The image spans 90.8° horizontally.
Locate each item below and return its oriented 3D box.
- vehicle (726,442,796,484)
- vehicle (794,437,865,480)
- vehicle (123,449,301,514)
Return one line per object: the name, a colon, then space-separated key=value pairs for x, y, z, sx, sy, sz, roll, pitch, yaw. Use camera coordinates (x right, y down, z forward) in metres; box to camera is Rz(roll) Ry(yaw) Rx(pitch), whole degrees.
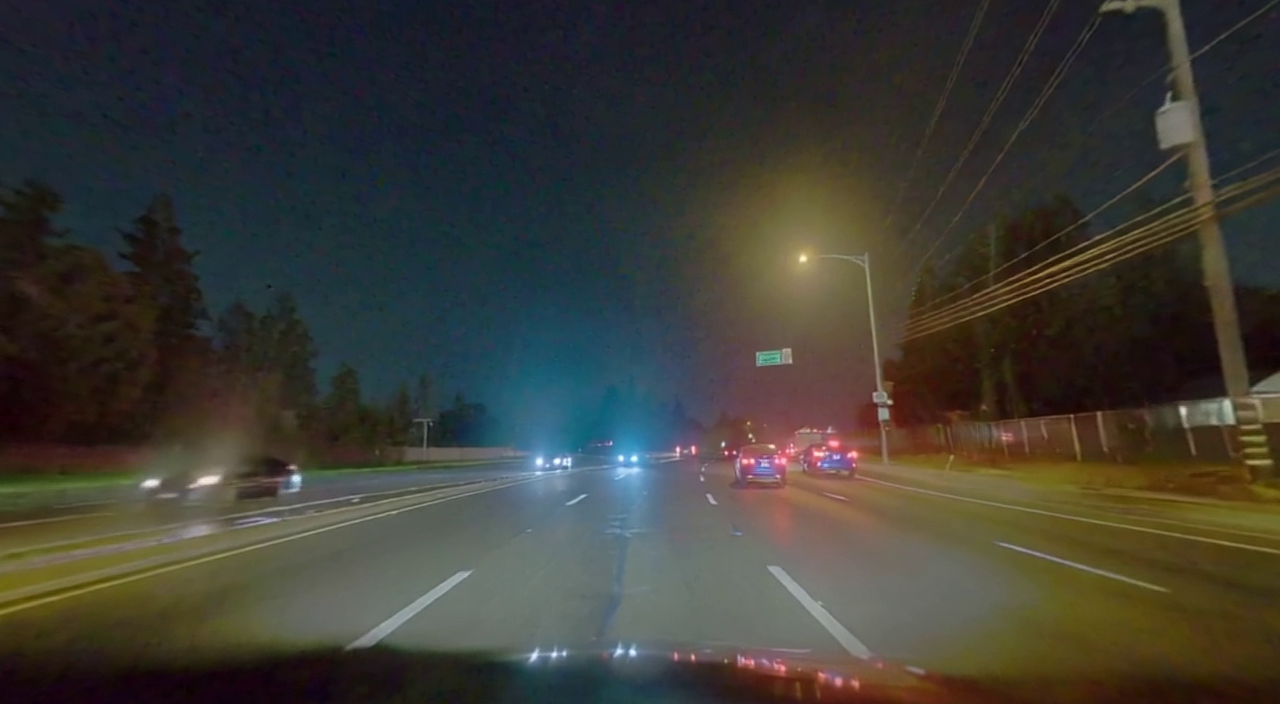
vehicle: x=4.574 y=4.256 z=24.503 sx=2.035 sy=1.460 sz=4.392 roll=-1 pitch=-8 yaw=3
vehicle: x=8.487 y=4.797 z=28.717 sx=2.029 sy=1.795 sz=4.371 roll=-1 pitch=-8 yaw=3
vehicle: x=-11.962 y=3.603 z=18.094 sx=1.885 sy=1.592 sz=4.337 roll=-1 pitch=-8 yaw=3
